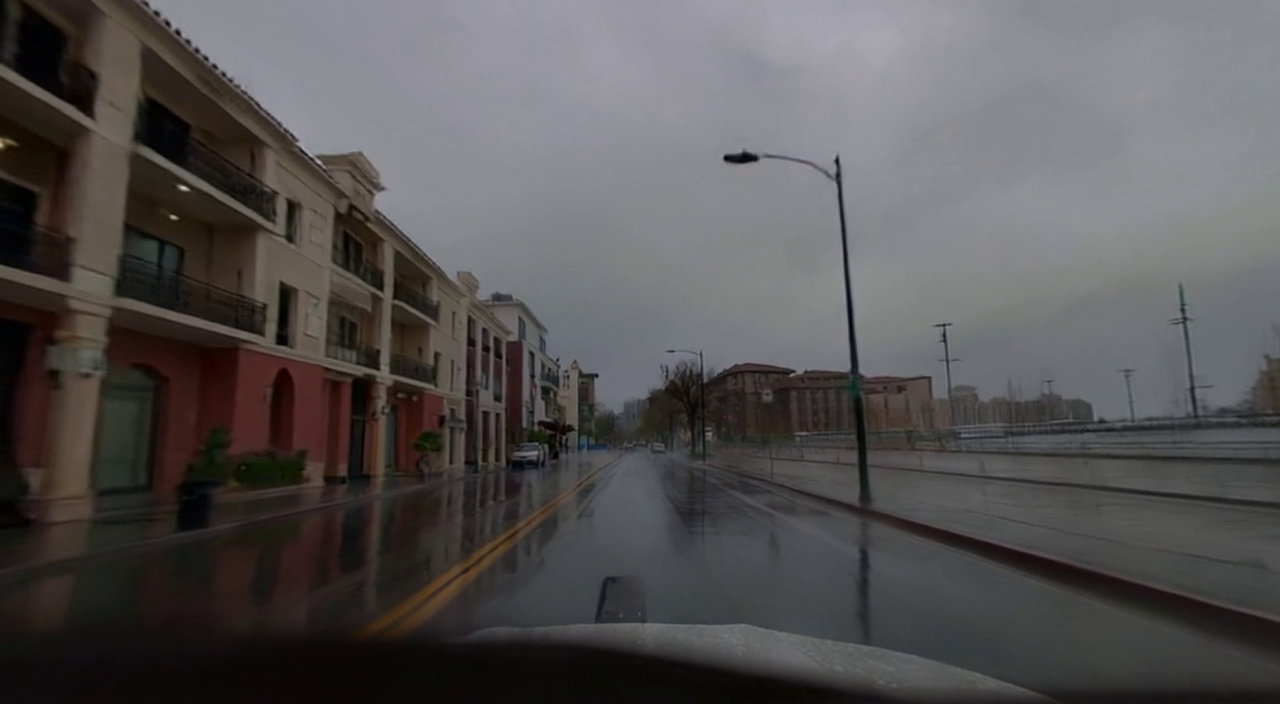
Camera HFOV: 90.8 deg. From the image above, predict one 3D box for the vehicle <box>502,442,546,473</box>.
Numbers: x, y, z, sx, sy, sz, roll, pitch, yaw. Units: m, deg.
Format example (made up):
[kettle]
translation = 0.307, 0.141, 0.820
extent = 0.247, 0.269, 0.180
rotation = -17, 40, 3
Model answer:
[vehicle]
translation = -6.915, 6.344, 38.080
extent = 1.946, 1.640, 4.430
rotation = -2, -9, -1
